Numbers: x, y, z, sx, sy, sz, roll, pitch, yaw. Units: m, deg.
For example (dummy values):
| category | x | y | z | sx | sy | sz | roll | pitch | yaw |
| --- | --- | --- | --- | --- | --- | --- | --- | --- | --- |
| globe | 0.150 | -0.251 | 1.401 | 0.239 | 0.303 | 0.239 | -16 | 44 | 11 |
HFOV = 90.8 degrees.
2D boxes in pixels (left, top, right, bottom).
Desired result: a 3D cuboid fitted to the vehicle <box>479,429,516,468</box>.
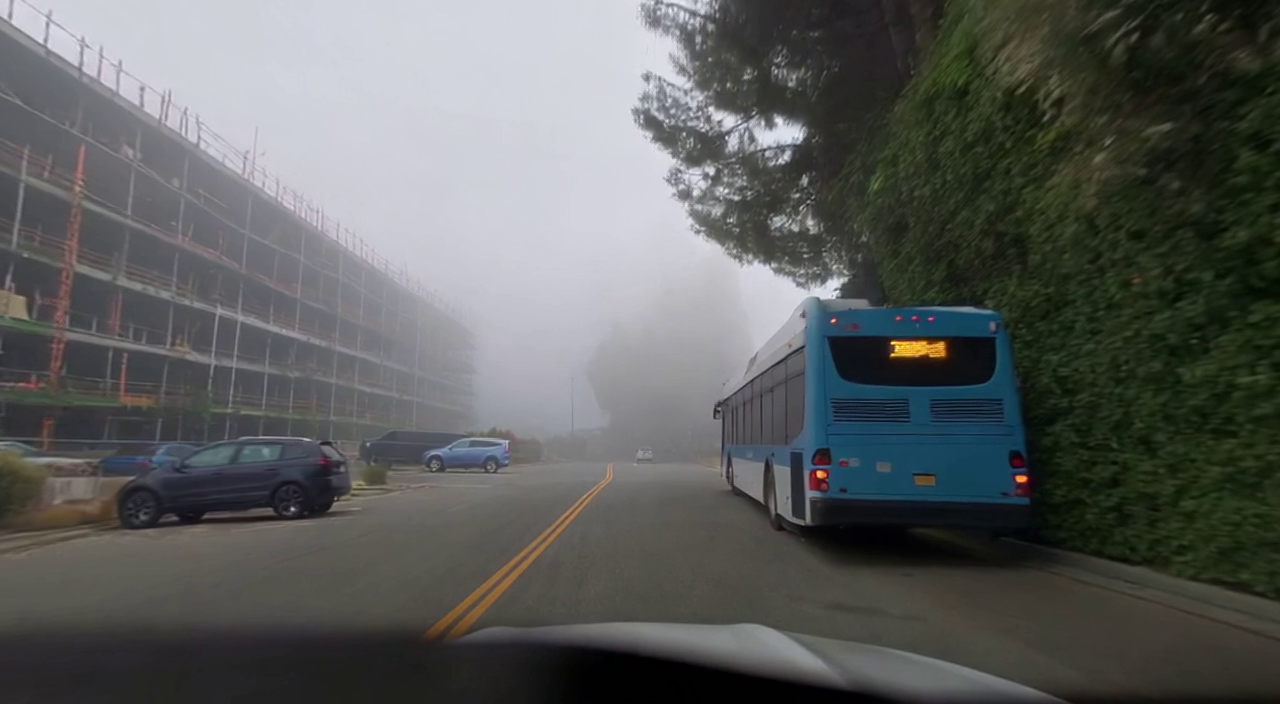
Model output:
| category | x | y | z | sx | sy | sz | roll | pitch | yaw |
| --- | --- | --- | --- | --- | --- | --- | --- | --- | --- |
| vehicle | -8.030 | 5.414 | 35.748 | 1.515 | 2.074 | 2.668 | 0 | -7 | -2 |

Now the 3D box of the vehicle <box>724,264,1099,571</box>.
| category | x | y | z | sx | sy | sz | roll | pitch | yaw |
| --- | --- | --- | --- | --- | --- | --- | --- | --- | --- |
| vehicle | 3.800 | 1.606 | 13.325 | 3.040 | 3.424 | 12.508 | 0 | -9 | 3 |

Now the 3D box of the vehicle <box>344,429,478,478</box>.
| category | x | y | z | sx | sy | sz | roll | pitch | yaw |
| --- | --- | --- | --- | --- | --- | --- | --- | --- | --- |
| vehicle | -13.566 | 6.102 | 38.065 | 7.067 | 2.785 | 2.980 | 1 | -9 | -9 |

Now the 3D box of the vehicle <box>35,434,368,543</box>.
| category | x | y | z | sx | sy | sz | roll | pitch | yaw |
| --- | --- | --- | --- | --- | --- | --- | --- | --- | --- |
| vehicle | -7.894 | 2.452 | 11.994 | 4.689 | 1.683 | 2.065 | 5 | -10 | -30 |
